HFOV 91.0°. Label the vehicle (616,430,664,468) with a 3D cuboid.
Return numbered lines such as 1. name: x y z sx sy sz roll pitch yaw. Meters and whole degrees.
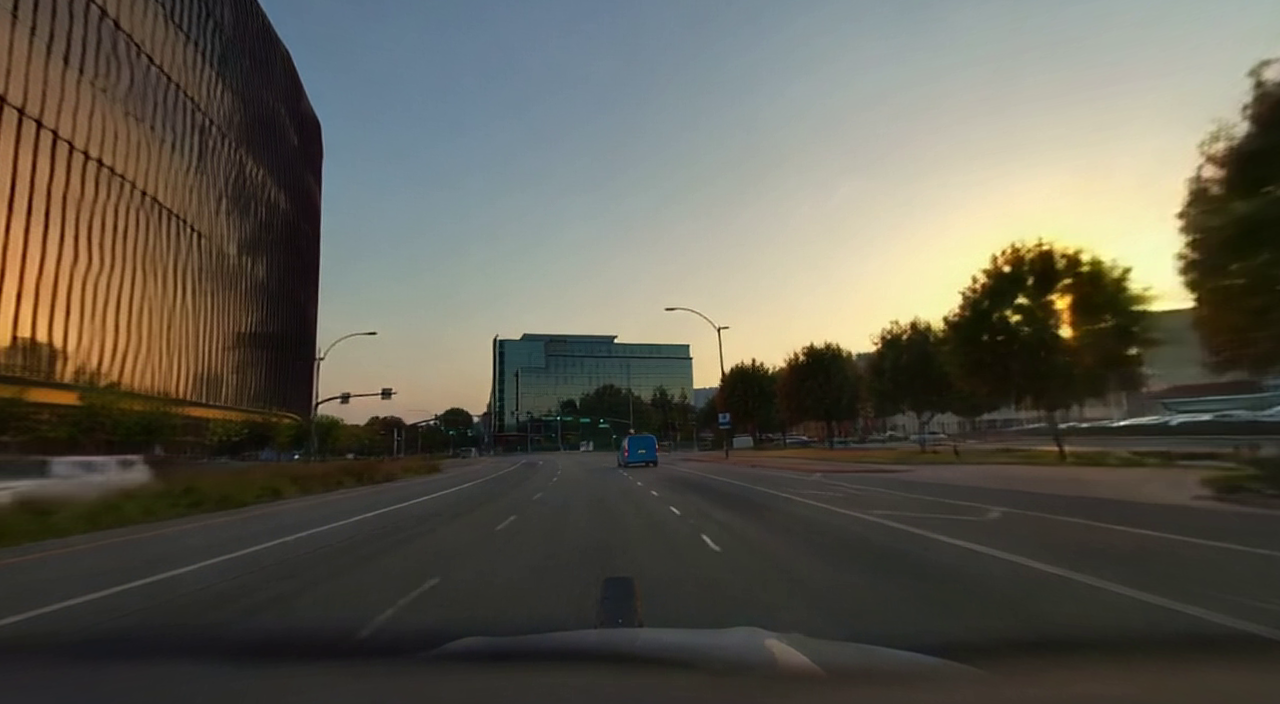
1. vehicle: -0.078 6.111 39.771 2.339 2.244 4.817 1 -8 -9
